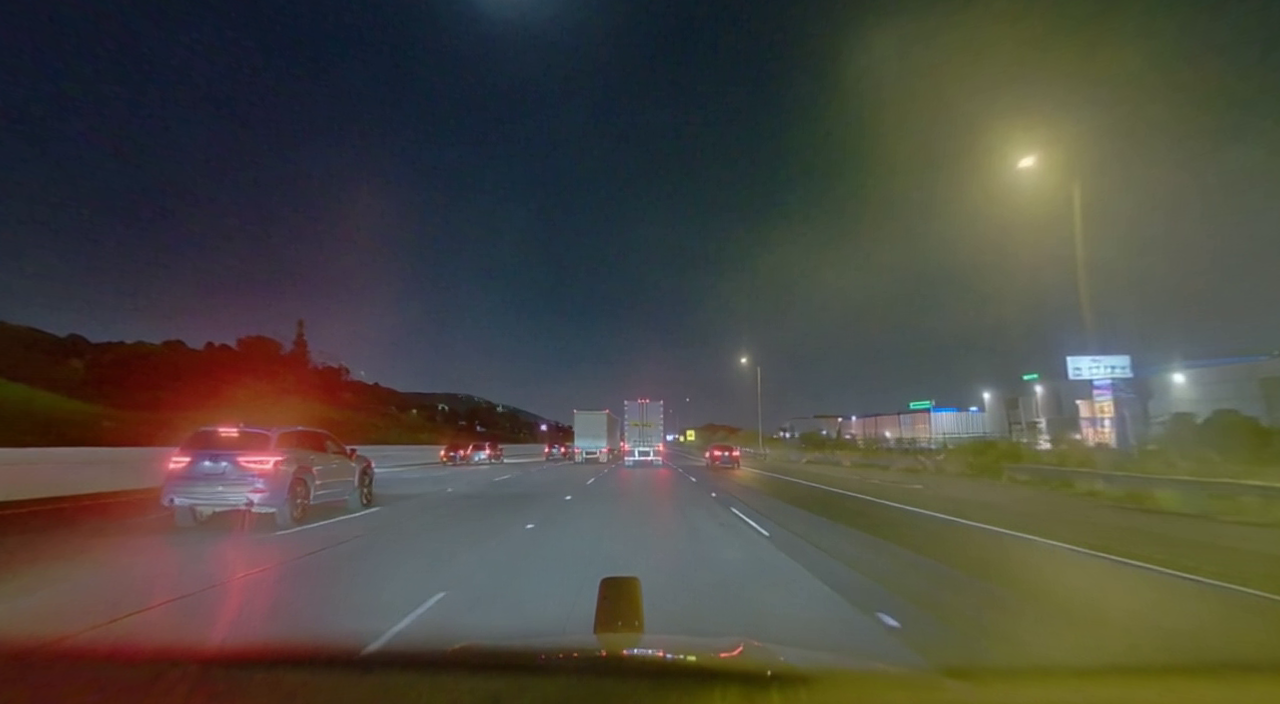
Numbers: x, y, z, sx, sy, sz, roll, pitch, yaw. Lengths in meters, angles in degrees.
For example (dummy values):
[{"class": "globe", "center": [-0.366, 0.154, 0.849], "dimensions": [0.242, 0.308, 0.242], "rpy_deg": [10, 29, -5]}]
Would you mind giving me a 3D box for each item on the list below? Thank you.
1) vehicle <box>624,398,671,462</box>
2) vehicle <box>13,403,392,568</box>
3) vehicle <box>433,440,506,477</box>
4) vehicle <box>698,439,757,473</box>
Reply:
[{"class": "vehicle", "center": [0.442, 5.807, 45.895], "dimensions": [2.969, 4.104, 10.906], "rpy_deg": [0, -9, 0]}, {"class": "vehicle", "center": [-5.587, 1.754, 9.037], "dimensions": [2.122, 1.754, 4.379], "rpy_deg": [0, -9, 2]}, {"class": "vehicle", "center": [-7.378, 4.655, 27.843], "dimensions": [1.891, 1.460, 4.506], "rpy_deg": [0, -8, 1]}, {"class": "vehicle", "center": [3.925, 4.755, 29.048], "dimensions": [2.006, 1.452, 4.246], "rpy_deg": [0, -9, -1]}]
